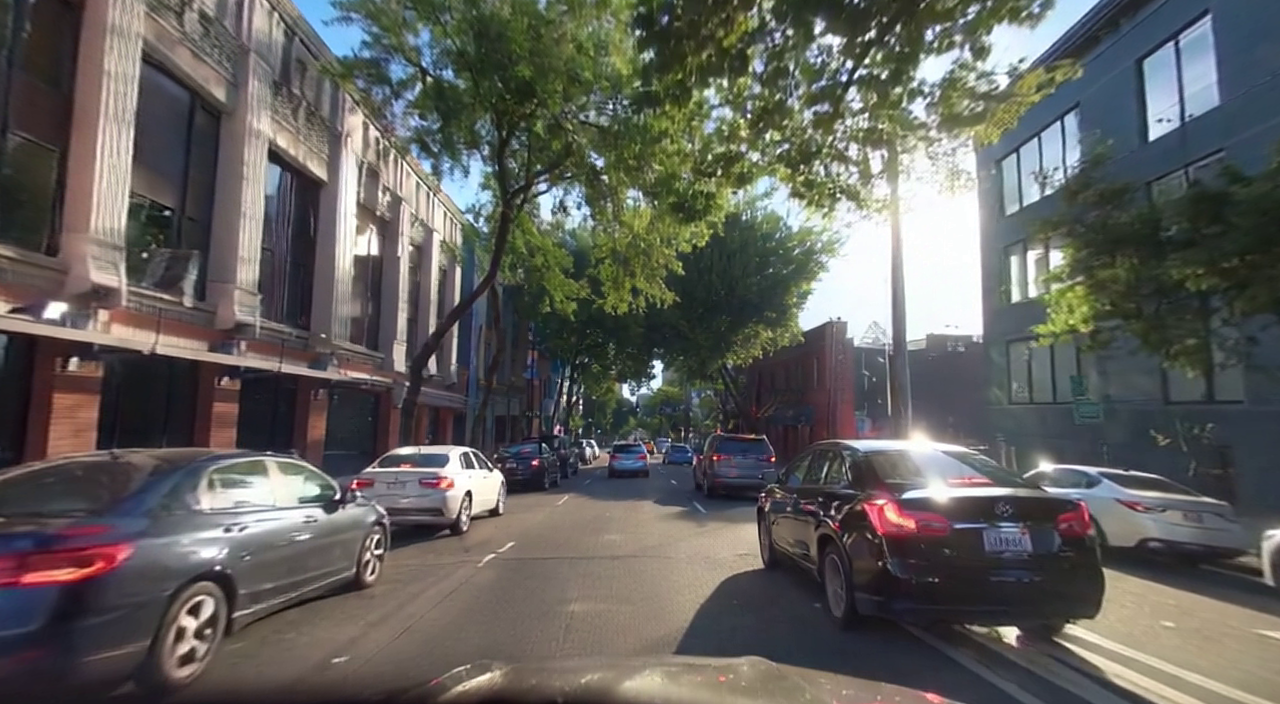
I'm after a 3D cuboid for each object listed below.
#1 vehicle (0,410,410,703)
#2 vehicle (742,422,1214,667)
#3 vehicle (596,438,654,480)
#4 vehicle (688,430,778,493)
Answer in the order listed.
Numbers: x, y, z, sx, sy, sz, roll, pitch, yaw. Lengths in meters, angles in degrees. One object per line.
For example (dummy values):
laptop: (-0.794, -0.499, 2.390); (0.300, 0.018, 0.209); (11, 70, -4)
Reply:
vehicle: (-3.525, 1.314, 4.706); (1.955, 1.504, 4.618); (0, -8, -2)
vehicle: (2.479, 1.531, 6.256); (2.080, 1.495, 4.591); (0, -8, -1)
vehicle: (-0.527, 4.044, 23.995); (2.007, 1.460, 3.923); (0, -8, 0)
vehicle: (2.714, 3.333, 19.542); (2.002, 1.707, 4.547); (0, -8, -1)
